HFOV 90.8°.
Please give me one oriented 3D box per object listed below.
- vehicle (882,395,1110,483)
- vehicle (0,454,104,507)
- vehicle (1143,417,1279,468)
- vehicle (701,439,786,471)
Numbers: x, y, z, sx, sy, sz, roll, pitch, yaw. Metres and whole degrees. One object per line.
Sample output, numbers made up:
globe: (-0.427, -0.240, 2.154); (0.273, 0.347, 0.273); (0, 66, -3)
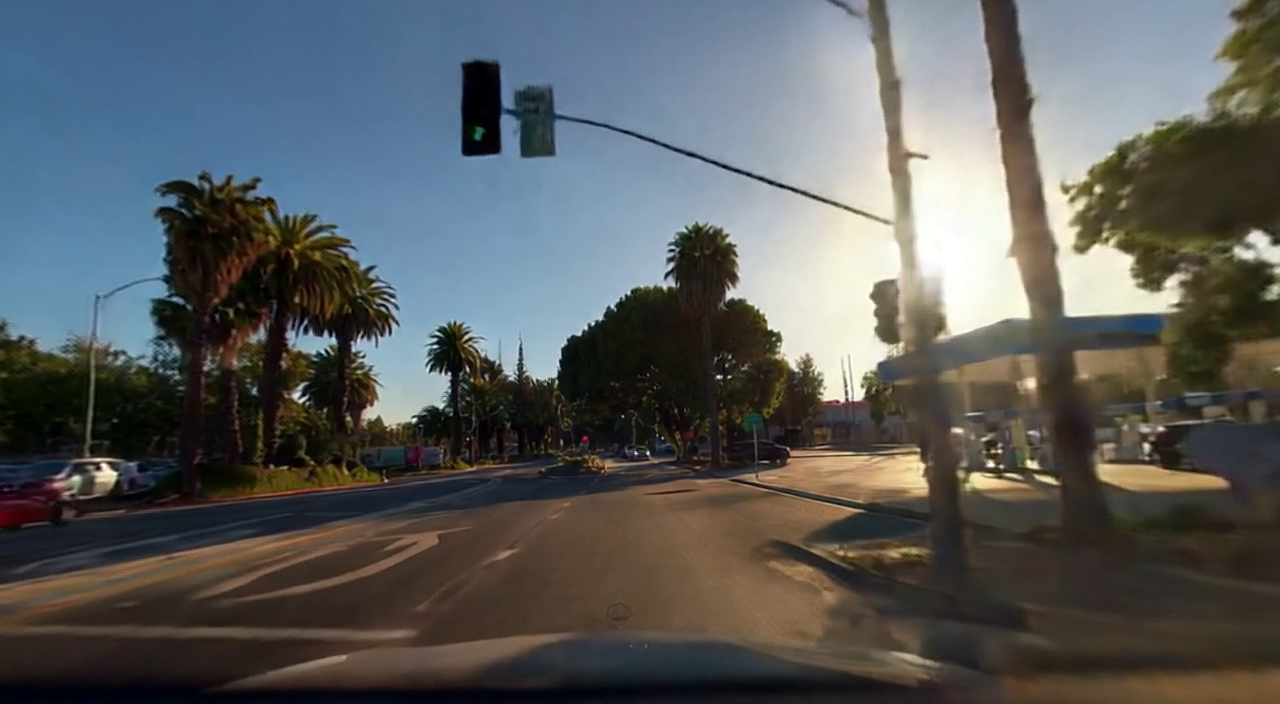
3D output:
vehicle: (13.320, 3.550, 25.339); (2.944, 2.783, 10.332); (0, -9, -1)
vehicle: (-25.654, 5.371, 26.204); (5.056, 1.839, 1.957); (-3, -6, -2)
vehicle: (21.582, 3.328, 23.161); (4.578, 1.756, 2.042); (1, -9, -4)
vehicle: (7.319, 7.206, 44.338); (6.059, 2.082, 2.703); (8, -12, -43)
